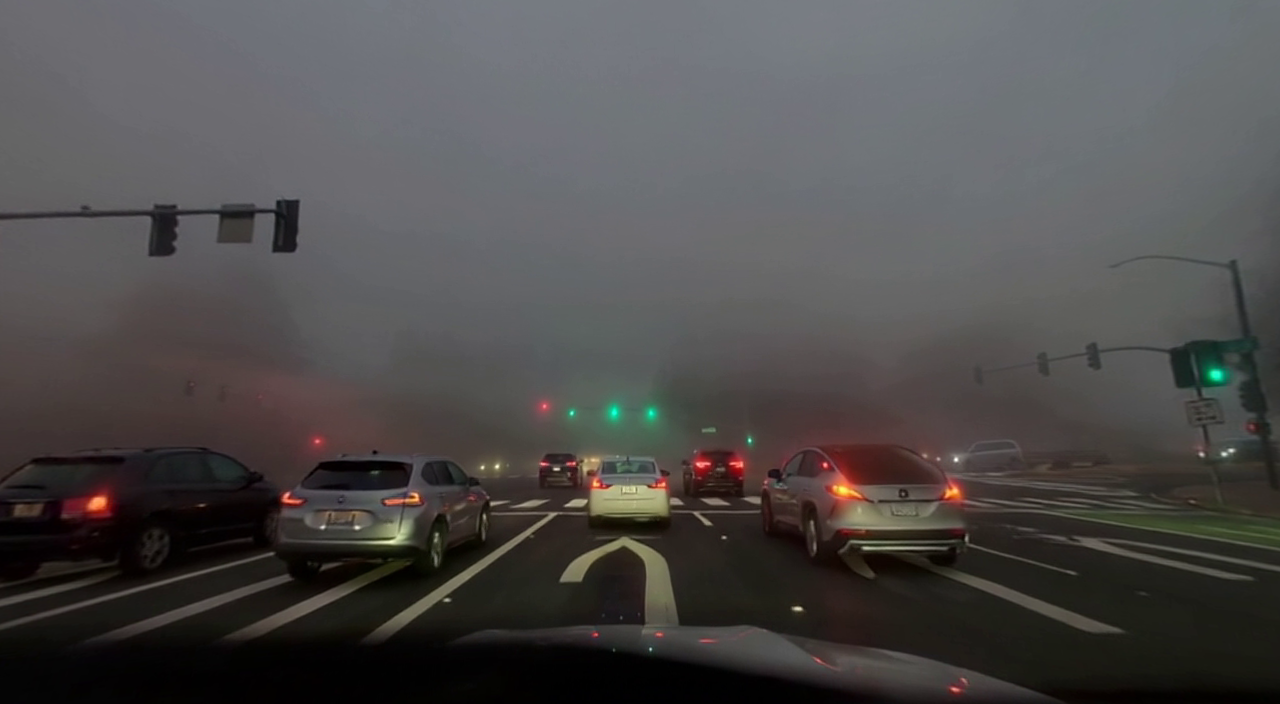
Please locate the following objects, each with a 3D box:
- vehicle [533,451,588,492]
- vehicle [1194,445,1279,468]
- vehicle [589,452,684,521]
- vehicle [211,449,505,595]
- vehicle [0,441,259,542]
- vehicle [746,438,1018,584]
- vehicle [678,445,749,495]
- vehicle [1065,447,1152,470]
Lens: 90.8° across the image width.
[{"bbox_3d":[-3.629,5.516,29.505,2.033,1.714,4.278,0,-9,0],"label":"vehicle"},{"bbox_3d":[40.038,6.944,42.024,4.644,1.430,1.781,0,-9,-1],"label":"vehicle"},{"bbox_3d":[-0.106,3.296,15.977,2.098,1.461,3.958,0,-9,-1],"label":"vehicle"},{"bbox_3d":[-3.375,2.096,8.782,2.045,1.463,4.490,0,-9,0],"label":"vehicle"},{"bbox_3d":[-10.189,2.732,13.090,1.934,1.713,4.281,0,-9,-1],"label":"vehicle"},{"bbox_3d":[3.068,2.110,9.419,1.996,1.566,4.917,0,-9,-1],"label":"vehicle"},{"bbox_3d":[2.778,4.589,24.961,2.138,1.778,4.422,0,-9,-1],"label":"vehicle"},{"bbox_3d":[31.130,7.087,42.041,4.357,1.444,1.783,0,-9,-2],"label":"vehicle"}]
